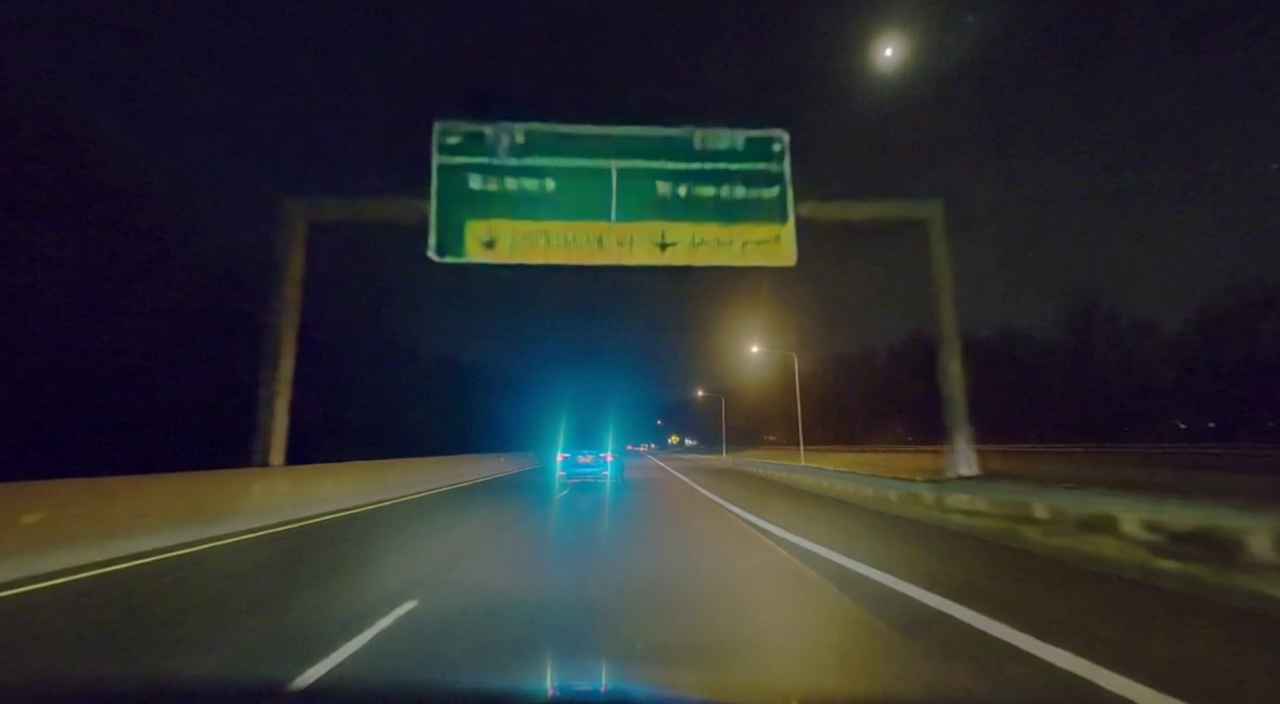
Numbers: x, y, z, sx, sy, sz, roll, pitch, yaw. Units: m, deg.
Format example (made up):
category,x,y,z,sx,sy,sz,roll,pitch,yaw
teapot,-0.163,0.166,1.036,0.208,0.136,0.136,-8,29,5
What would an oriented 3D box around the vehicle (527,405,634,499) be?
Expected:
category,x,y,z,sx,sy,sz,roll,pitch,yaw
vehicle,-1.394,2.666,17.053,2.248,2.154,4.892,0,-8,2
